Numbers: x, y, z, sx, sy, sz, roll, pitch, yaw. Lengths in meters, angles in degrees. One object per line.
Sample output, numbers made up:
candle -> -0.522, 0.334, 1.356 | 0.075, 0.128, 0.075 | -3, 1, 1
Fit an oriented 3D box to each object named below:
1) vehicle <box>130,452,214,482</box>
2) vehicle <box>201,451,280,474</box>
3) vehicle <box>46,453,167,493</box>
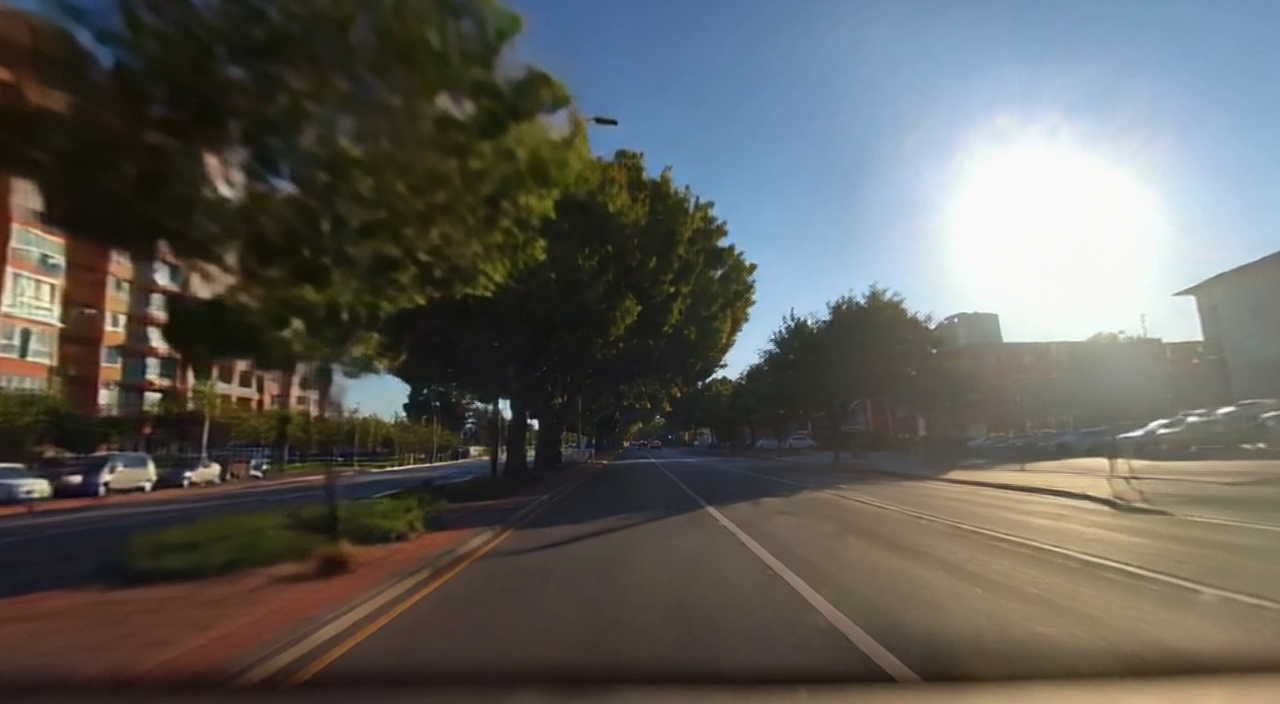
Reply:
vehicle -> -28.822, 7.082, 39.084 | 1.989, 1.692, 4.362 | 0, -9, -3
vehicle -> -30.374, 8.427, 48.106 | 4.679, 1.661, 1.923 | 0, -8, 0
vehicle -> -25.474, 5.758, 30.430 | 1.979, 1.652, 4.678 | 0, -9, -5
